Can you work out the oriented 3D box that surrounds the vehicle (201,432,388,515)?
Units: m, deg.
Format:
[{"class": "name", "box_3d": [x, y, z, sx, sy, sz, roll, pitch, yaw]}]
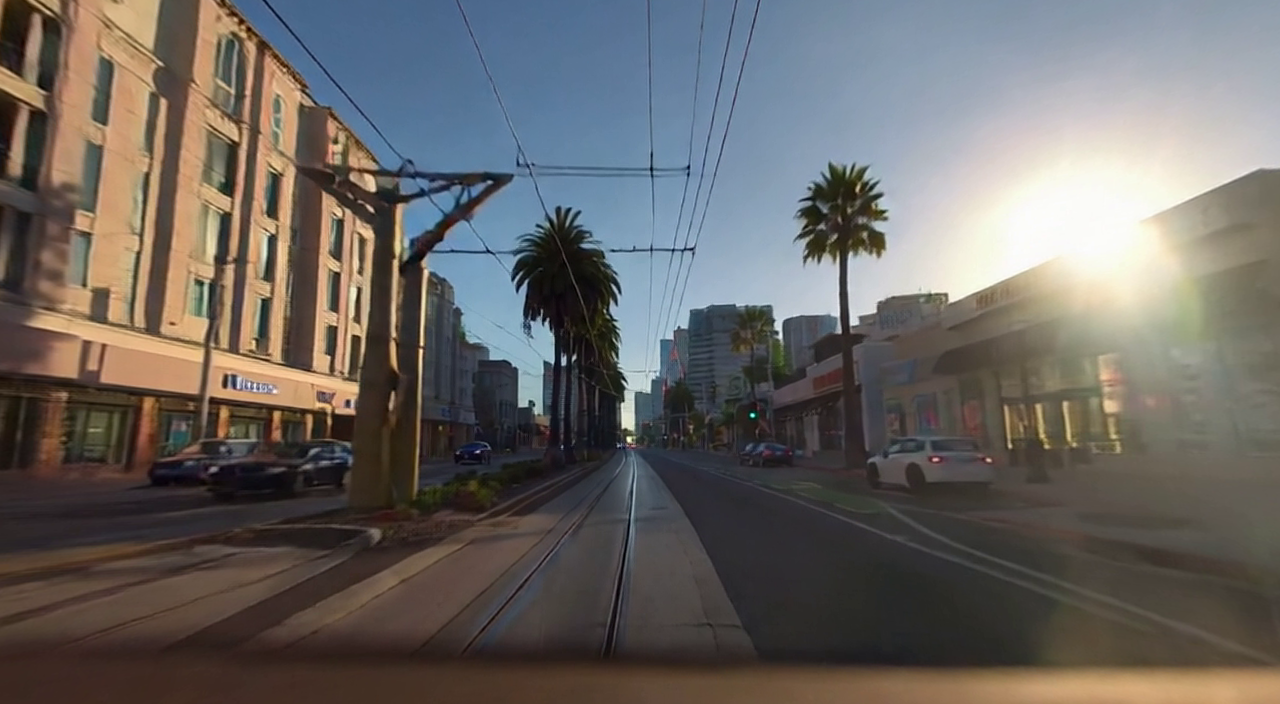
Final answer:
[{"class": "vehicle", "box_3d": [-7.511, 2.651, 14.299, 2.013, 1.590, 4.241, 1, -8, -3]}]

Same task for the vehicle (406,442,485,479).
[{"class": "vehicle", "box_3d": [-8.450, 4.740, 27.832, 2.046, 1.475, 4.426, 0, -8, 0]}]

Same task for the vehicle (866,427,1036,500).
[{"class": "vehicle", "box_3d": [8.068, 2.928, 17.024, 1.995, 1.677, 4.863, 0, -8, -1]}]

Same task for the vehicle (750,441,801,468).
[{"class": "vehicle", "box_3d": [7.973, 6.085, 37.496, 1.816, 1.488, 4.102, 1, -8, -5]}]
